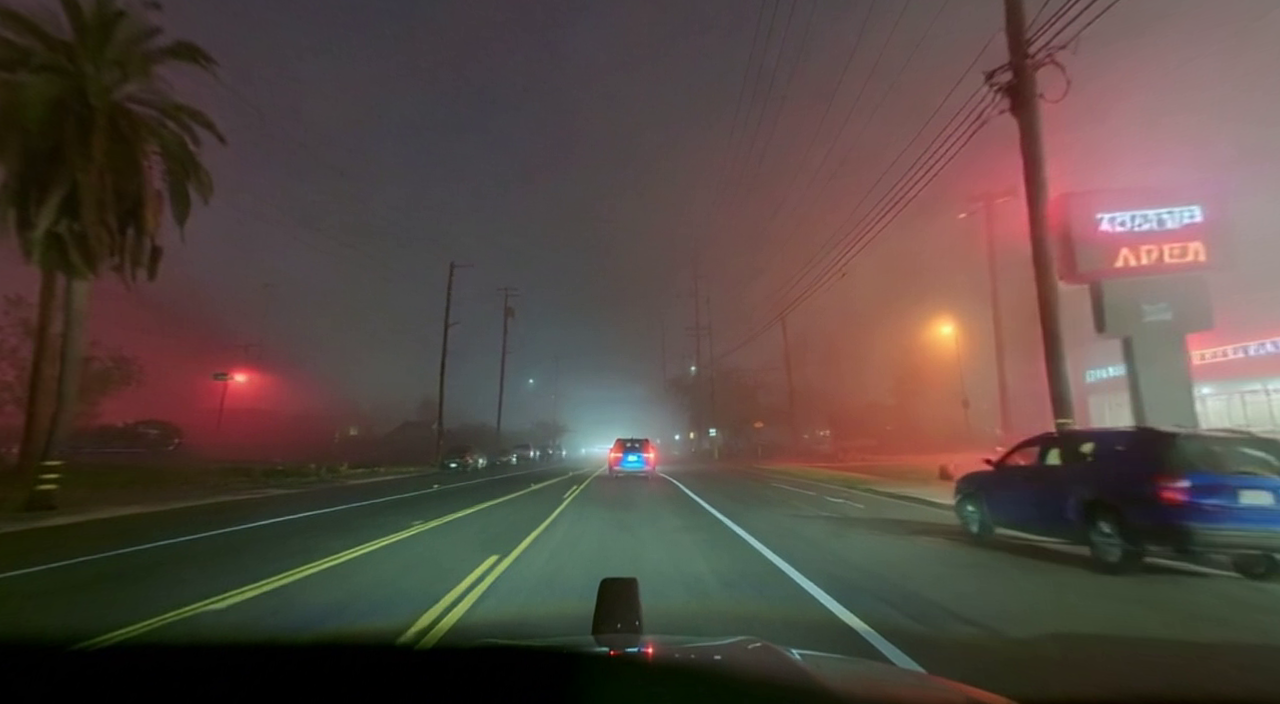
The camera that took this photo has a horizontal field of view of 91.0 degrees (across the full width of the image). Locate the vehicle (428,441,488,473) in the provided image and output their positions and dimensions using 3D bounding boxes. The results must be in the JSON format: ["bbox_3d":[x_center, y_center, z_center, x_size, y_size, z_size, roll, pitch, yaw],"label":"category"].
[{"bbox_3d":[-10.339,6.008,36.201,2.075,1.693,4.696,0,-9,-1],"label":"vehicle"}]

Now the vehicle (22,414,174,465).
[{"bbox_3d":[-20.701,3.377,24.162,1.911,1.762,4.127,-8,-12,43],"label":"vehicle"}]

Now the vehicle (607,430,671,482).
[{"bbox_3d":[-0.084,3.999,24.489,2.264,1.798,4.563,0,-9,-1],"label":"vehicle"}]

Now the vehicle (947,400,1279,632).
[{"bbox_3d":[6.044,1.653,7.399,2.153,1.801,5.163,0,-9,-1],"label":"vehicle"}]
